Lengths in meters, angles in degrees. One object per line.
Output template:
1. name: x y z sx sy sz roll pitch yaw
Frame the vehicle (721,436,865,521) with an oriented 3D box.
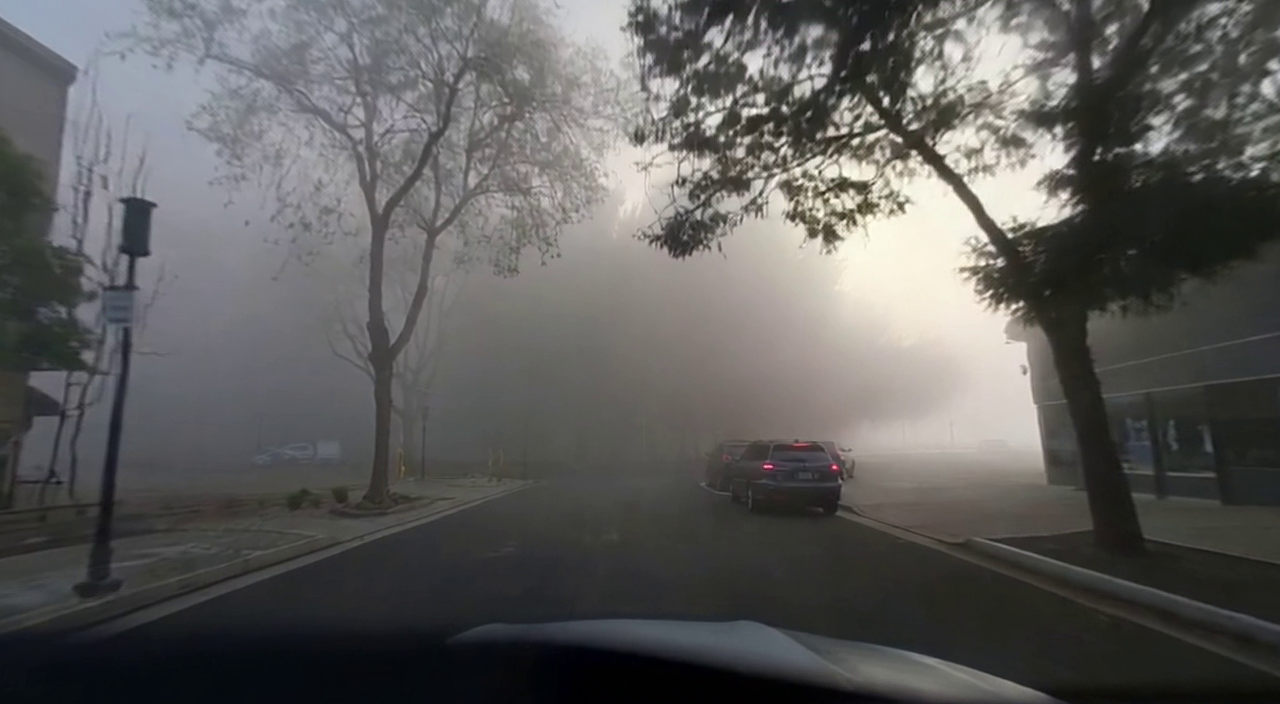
1. vehicle: 3.108 2.685 13.985 2.064 1.532 4.596 0 -9 0

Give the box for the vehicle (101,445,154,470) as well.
1. vehicle: -36.932 7.571 45.478 2.419 1.687 4.157 10 -12 -44
